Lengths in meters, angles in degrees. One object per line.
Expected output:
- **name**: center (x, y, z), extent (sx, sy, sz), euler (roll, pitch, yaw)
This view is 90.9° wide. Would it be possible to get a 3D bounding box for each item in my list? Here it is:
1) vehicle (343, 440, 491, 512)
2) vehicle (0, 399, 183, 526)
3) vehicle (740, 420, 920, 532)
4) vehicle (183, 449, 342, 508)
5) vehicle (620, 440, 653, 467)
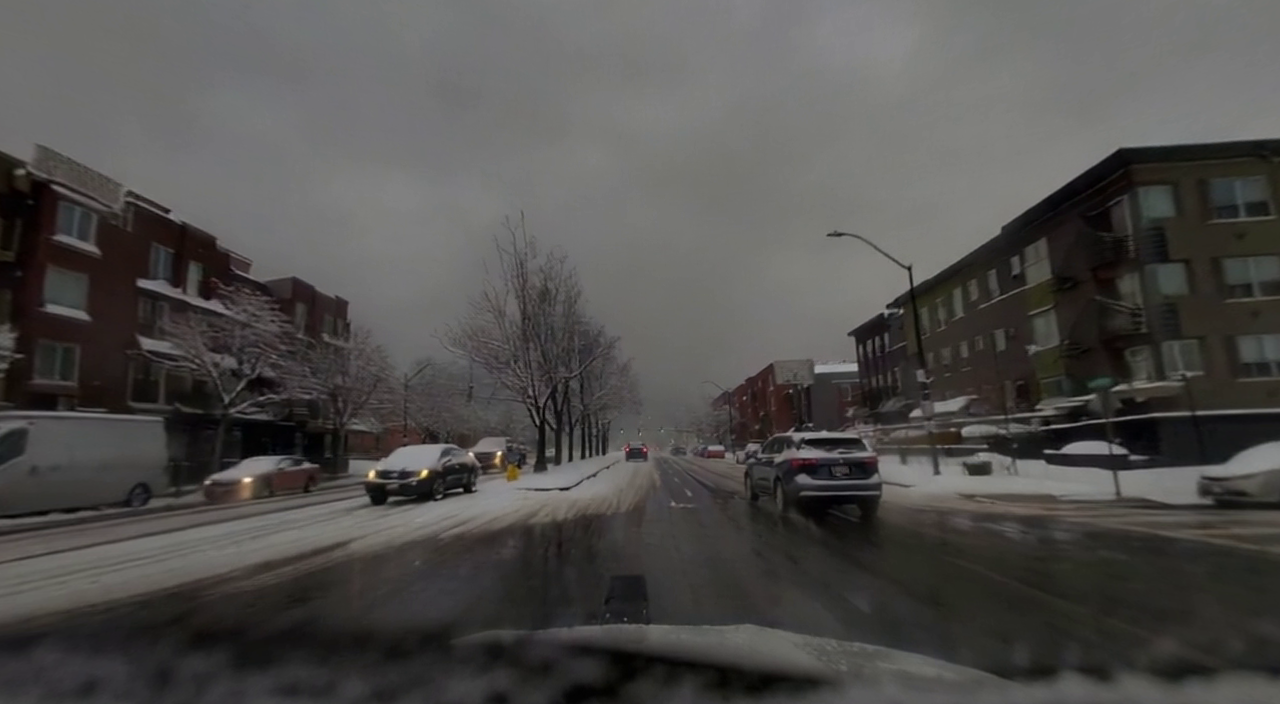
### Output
- **vehicle**: center (-5.592, 3.119, 16.546), extent (2.012, 1.501, 4.626), euler (-2, -7, 3)
- **vehicle**: center (-16.142, 2.903, 16.870), extent (2.449, 2.924, 6.859), euler (0, -8, 1)
- **vehicle**: center (3.365, 2.290, 12.291), extent (2.071, 1.747, 4.549), euler (0, -8, 0)
- **vehicle**: center (-11.353, 3.780, 19.435), extent (1.932, 1.521, 4.738), euler (0, -8, 1)
- **vehicle**: center (-0.239, 7.405, 46.167), extent (2.244, 1.813, 4.129), euler (0, -8, 0)
